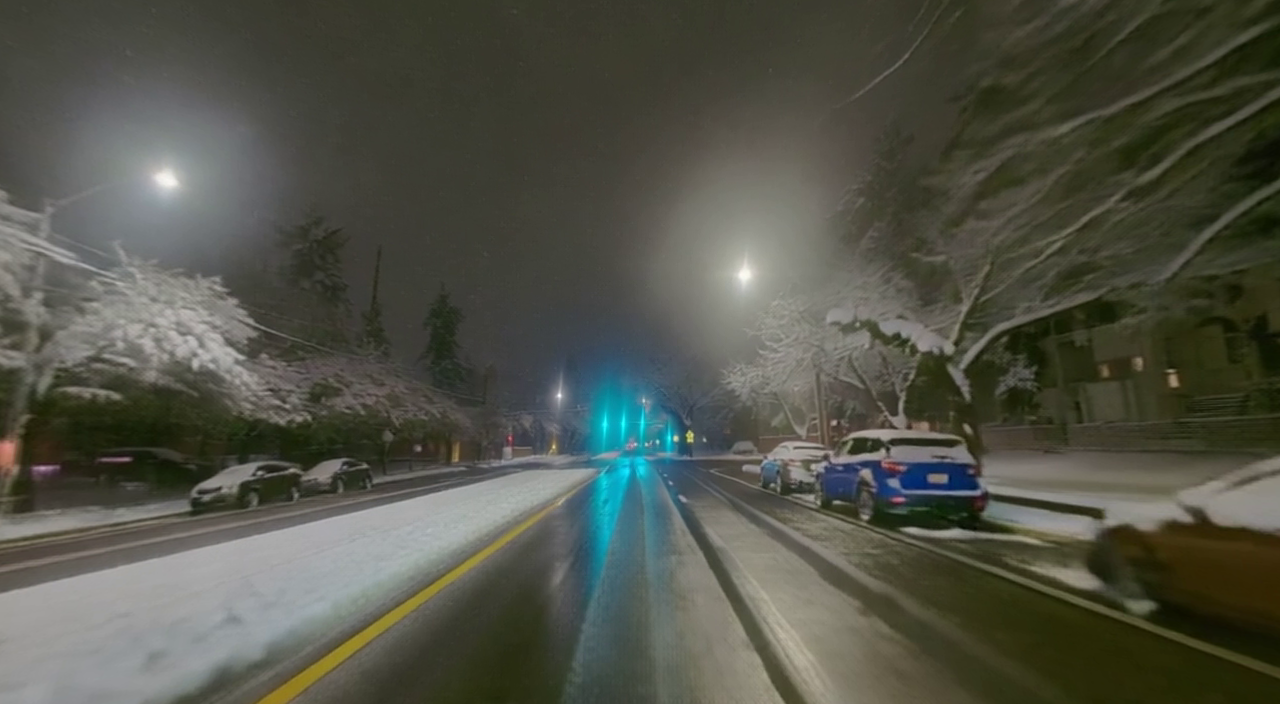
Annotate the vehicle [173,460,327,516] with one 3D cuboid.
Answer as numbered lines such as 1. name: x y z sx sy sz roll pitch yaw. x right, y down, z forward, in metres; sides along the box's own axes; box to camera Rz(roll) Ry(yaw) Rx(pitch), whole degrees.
1. vehicle: -12.570 4.366 20.767 1.983 1.513 4.662 0 -9 2

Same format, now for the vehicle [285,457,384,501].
1. vehicle: -12.443 5.152 26.049 1.851 1.472 4.532 -1 -8 0

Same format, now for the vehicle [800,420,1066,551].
1. vehicle: 4.701 2.203 11.319 2.218 1.789 5.146 0 -8 -1

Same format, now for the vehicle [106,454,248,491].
1. vehicle: -20.887 5.429 28.624 4.715 1.560 2.131 0 -9 -1

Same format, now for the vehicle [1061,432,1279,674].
1. vehicle: 4.786 1.153 3.403 1.928 1.431 4.570 0 -8 1
